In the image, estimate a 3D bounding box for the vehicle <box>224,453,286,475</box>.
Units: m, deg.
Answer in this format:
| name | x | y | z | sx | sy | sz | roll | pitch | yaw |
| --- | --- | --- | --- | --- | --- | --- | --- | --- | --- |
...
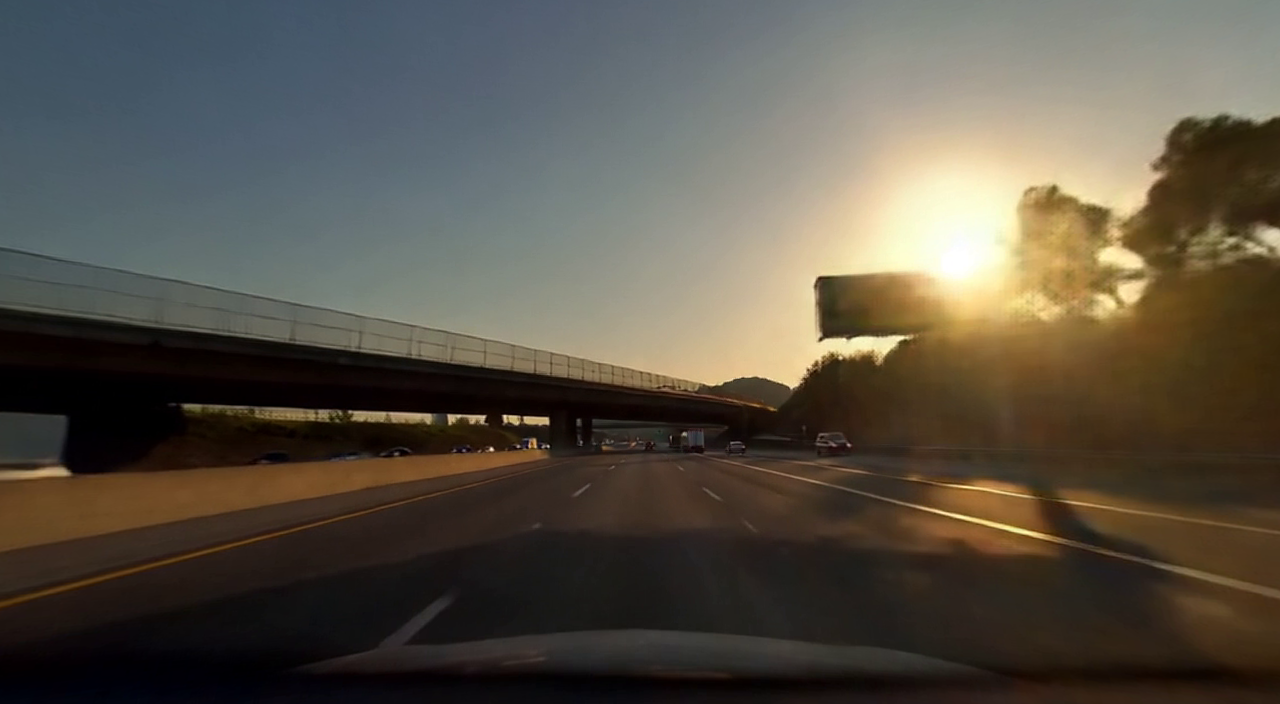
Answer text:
| name | x | y | z | sx | sy | sz | roll | pitch | yaw |
| --- | --- | --- | --- | --- | --- | --- | --- | --- | --- |
| vehicle | -28.723 | 8.356 | 47.201 | 1.861 | 1.475 | 4.425 | 0 | -8 | -1 |
